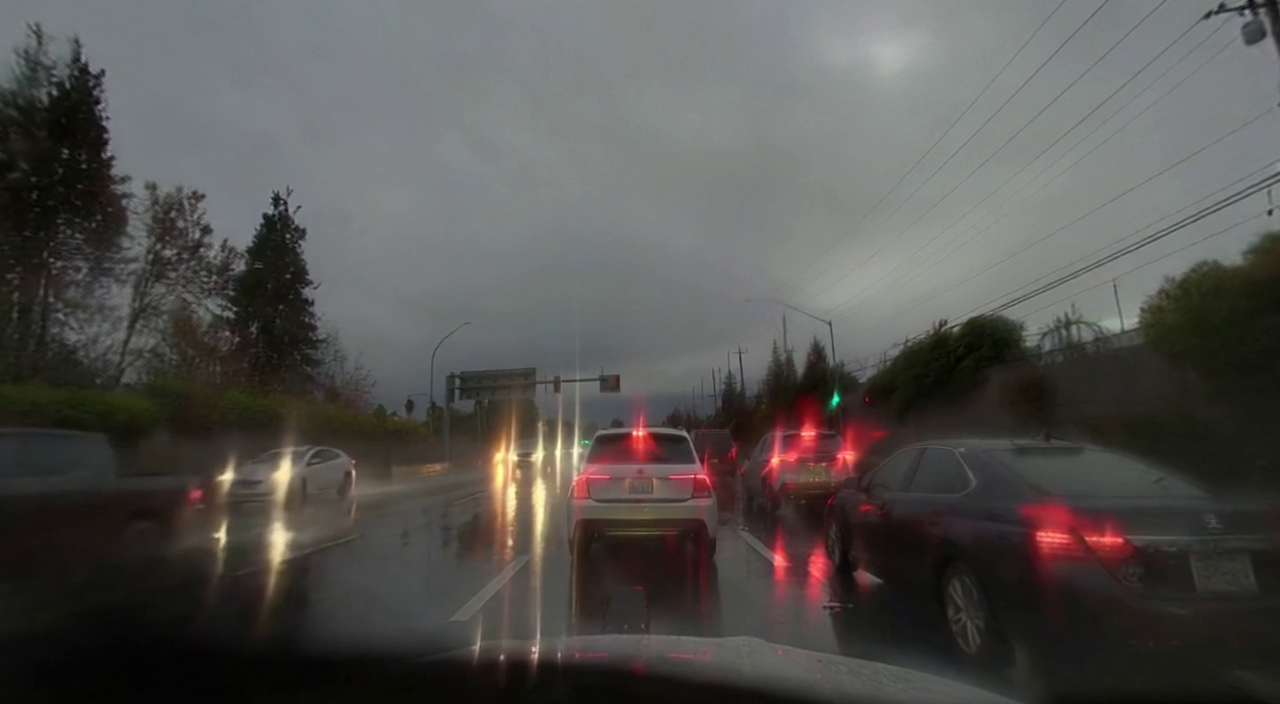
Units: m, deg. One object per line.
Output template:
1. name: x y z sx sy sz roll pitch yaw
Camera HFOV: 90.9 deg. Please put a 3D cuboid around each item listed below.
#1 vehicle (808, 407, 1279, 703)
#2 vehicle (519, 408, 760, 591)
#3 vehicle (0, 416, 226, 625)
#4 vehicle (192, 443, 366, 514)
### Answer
1. vehicle: 2.893 1.313 4.990 1.950 1.487 4.275 0 -8 0
2. vehicle: 0.009 1.661 7.910 2.200 1.653 4.127 0 -8 1
3. vehicle: -6.397 1.470 5.695 2.225 1.713 4.514 0 -8 0
4. vehicle: -9.982 3.478 17.995 2.003 1.705 4.747 -1 -9 2
